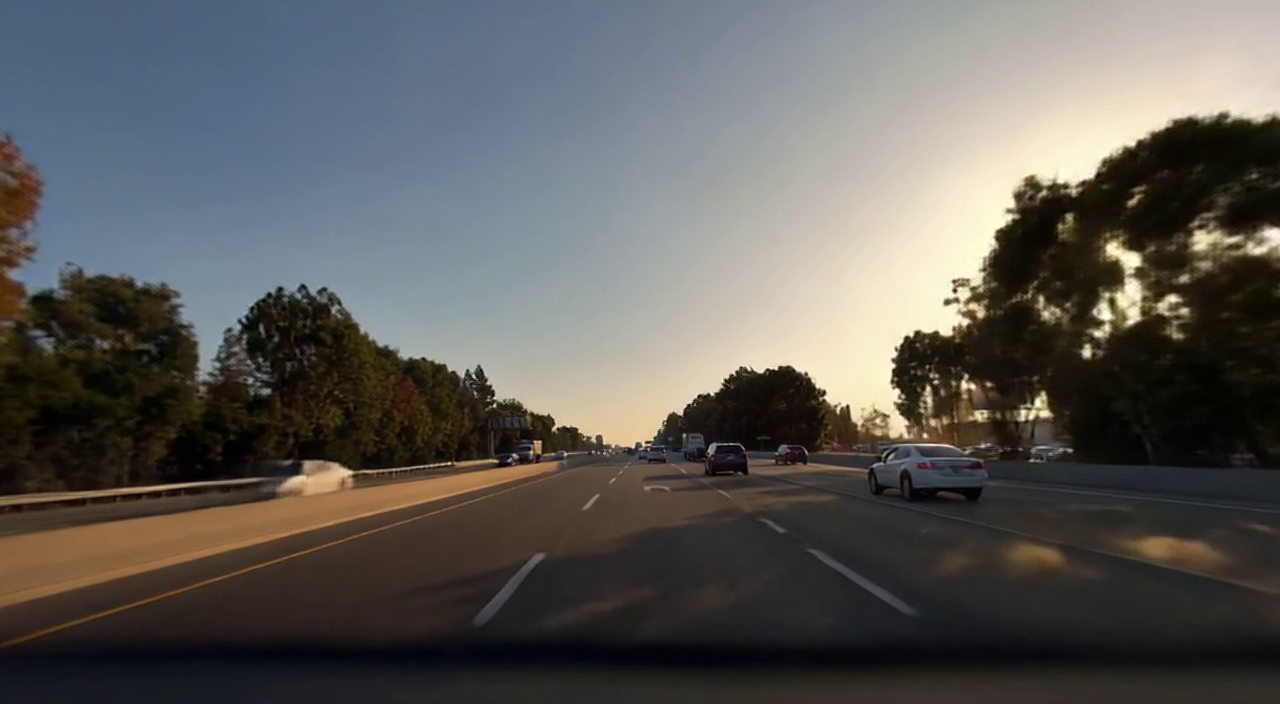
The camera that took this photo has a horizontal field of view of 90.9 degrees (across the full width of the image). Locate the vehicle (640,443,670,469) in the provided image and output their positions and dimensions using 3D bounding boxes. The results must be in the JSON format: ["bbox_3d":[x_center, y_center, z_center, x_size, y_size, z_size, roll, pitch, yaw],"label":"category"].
[{"bbox_3d":[1.043,7.731,47.233,2.145,1.832,4.004,0,-8,0],"label":"vehicle"}]

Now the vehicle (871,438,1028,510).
[{"bbox_3d":[7.615,3.005,16.103,1.807,1.558,4.352,0,-8,0],"label":"vehicle"}]

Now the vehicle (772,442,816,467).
[{"bbox_3d":[11.519,7.663,47.465,2.028,1.801,4.503,0,-8,-1],"label":"vehicle"}]

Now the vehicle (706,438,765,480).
[{"bbox_3d":[4.526,5.149,30.639,2.075,1.845,4.667,0,-8,-1],"label":"vehicle"}]

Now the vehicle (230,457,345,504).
[{"bbox_3d":[-13.903,5.058,25.256,1.890,1.559,4.509,-1,-8,2],"label":"vehicle"}]
